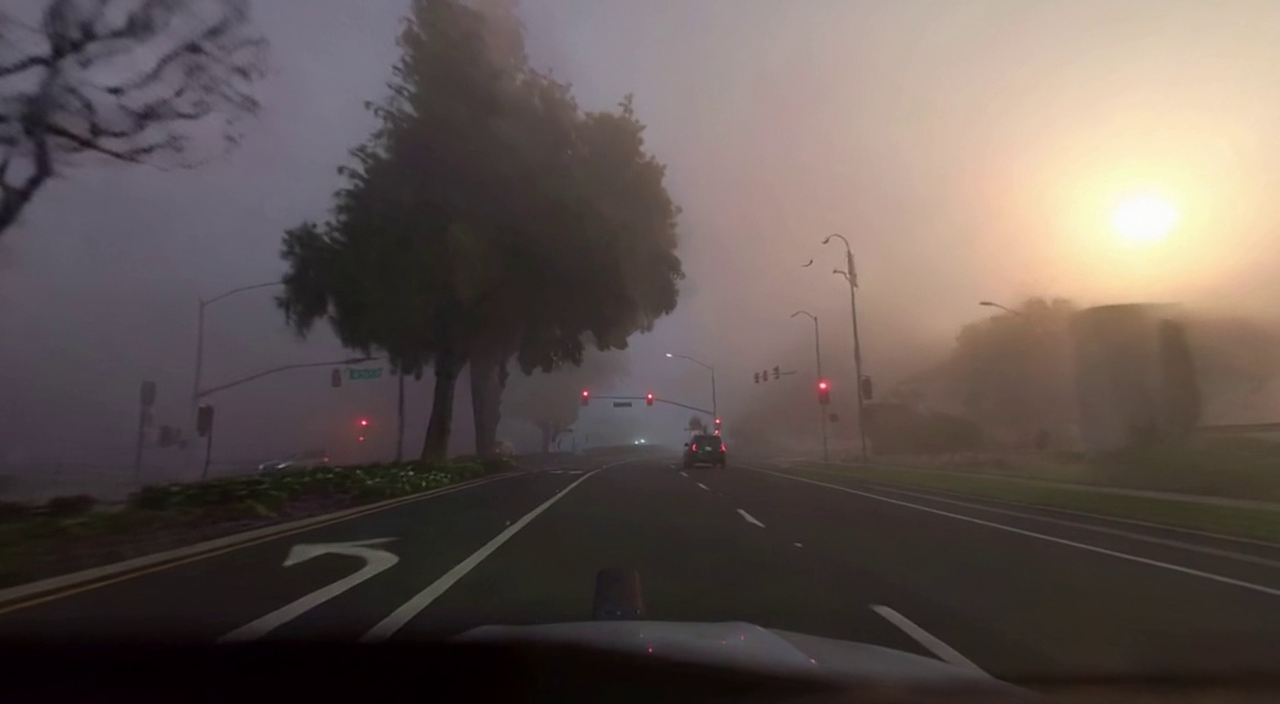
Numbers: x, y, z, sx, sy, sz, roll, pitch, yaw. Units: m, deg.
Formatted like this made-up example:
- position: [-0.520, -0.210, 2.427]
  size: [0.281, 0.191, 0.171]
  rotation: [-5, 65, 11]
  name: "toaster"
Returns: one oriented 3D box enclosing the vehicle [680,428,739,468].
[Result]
- position: [3.316, 4.755, 31.205]
  size: [2.229, 1.795, 4.927]
  rotation: [0, -9, -2]
  name: "vehicle"
